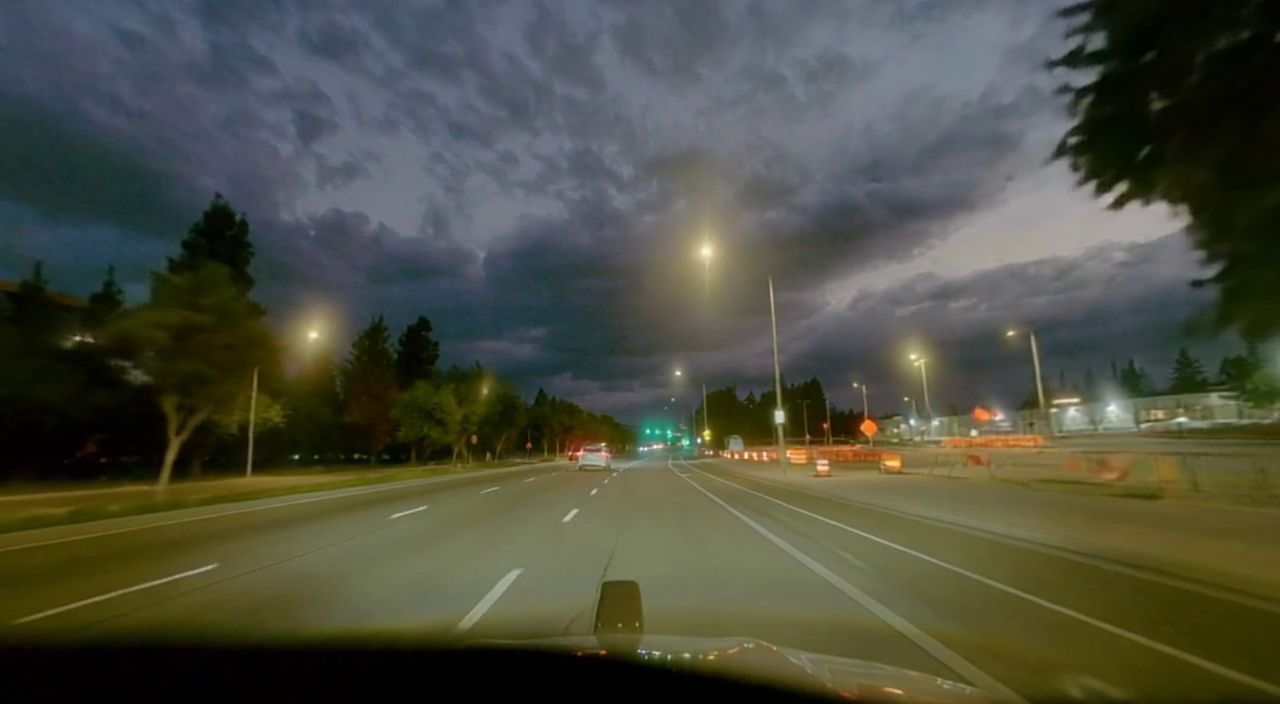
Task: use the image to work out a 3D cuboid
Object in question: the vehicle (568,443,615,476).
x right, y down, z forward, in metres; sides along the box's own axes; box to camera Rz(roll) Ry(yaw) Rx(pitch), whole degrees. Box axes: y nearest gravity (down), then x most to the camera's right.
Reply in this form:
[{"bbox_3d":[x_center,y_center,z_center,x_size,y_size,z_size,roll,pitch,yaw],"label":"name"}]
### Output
[{"bbox_3d":[-2.573,5.788,34.237,2.121,1.654,3.993,0,-8,2],"label":"vehicle"}]
